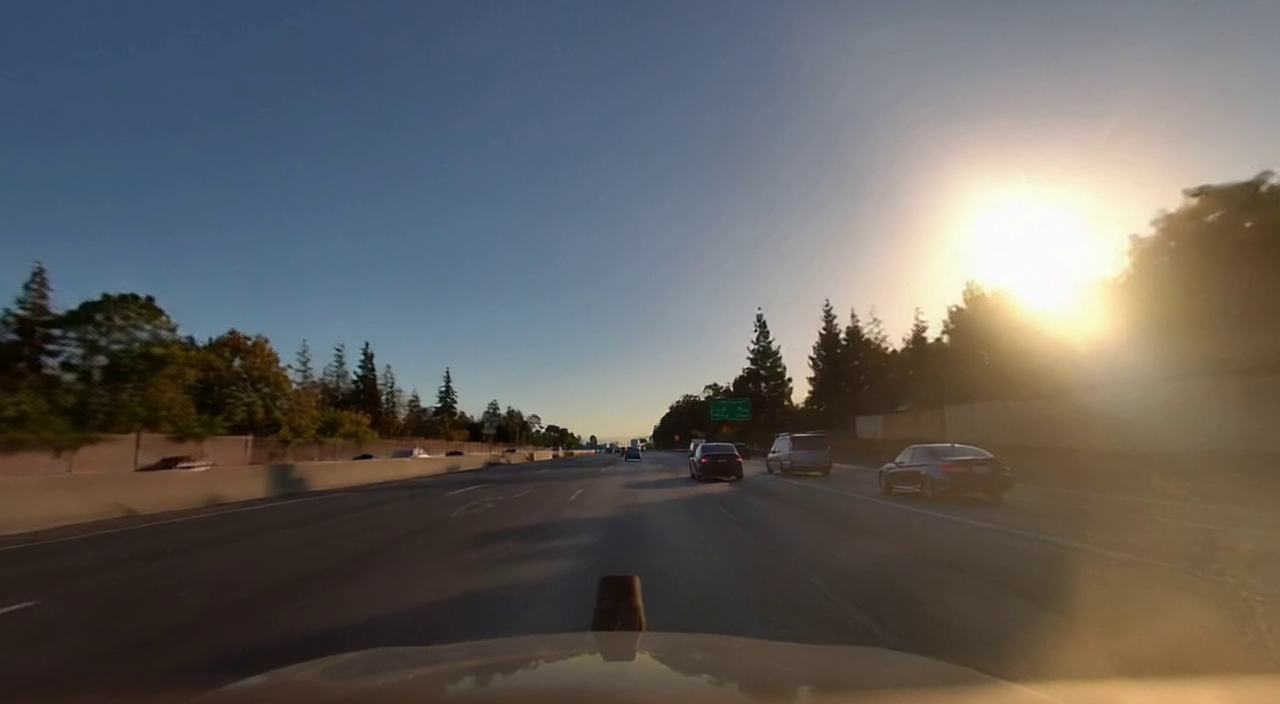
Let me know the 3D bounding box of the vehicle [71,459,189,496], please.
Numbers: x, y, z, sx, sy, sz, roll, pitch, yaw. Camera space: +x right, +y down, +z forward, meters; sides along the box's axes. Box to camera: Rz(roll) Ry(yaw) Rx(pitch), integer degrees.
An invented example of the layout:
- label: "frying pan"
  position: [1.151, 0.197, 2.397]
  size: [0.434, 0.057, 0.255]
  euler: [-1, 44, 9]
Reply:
- label: "vehicle"
  position: [-23.263, 5.702, 29.059]
  size: [1.792, 1.469, 4.427]
  euler: [0, -9, -1]

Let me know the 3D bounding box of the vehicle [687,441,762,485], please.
- label: "vehicle"
  position: [3.082, 4.157, 24.032]
  size: [2.076, 1.472, 4.562]
  euler: [0, -9, -2]

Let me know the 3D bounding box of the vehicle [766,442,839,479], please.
- label: "vehicle"
  position: [7.076, 4.782, 28.069]
  size: [1.946, 1.497, 4.467]
  euler: [0, -9, -2]

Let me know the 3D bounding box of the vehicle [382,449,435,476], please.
- label: "vehicle"
  position: [-16.142, 7.687, 44.313]
  size: [1.941, 1.673, 5.093]
  euler: [1, -8, -2]

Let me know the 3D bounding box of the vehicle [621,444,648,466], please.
- label: "vehicle"
  position: [-0.474, 7.944, 48.942]
  size: [2.029, 1.595, 4.207]
  euler: [0, -9, -2]
